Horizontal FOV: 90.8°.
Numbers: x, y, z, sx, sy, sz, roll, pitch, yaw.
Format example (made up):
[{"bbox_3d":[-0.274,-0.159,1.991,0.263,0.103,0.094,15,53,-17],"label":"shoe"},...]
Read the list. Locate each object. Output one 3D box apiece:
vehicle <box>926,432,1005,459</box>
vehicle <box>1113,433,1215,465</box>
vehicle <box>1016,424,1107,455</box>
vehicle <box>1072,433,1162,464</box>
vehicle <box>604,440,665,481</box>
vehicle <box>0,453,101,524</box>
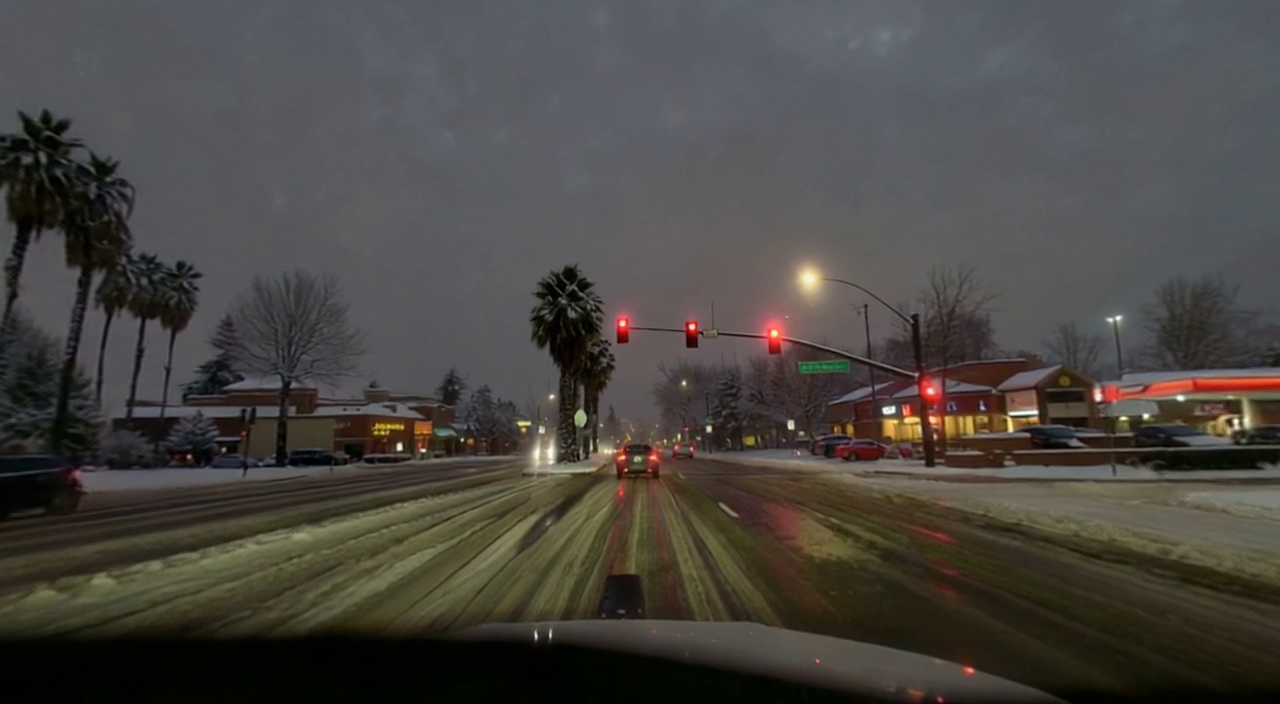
[{"bbox_3d":[19.431,5.601,37.843,3.833,1.495,1.892,-3,-8,17],"label":"vehicle"},{"bbox_3d":[26.226,4.841,31.804,1.923,1.501,3.849,0,-8,2],"label":"vehicle"},{"bbox_3d":[24.395,5.093,36.694,3.783,1.560,1.853,-4,-10,9],"label":"vehicle"},{"bbox_3d":[24.146,4.870,32.142,1.738,1.462,3.609,0,-8,0],"label":"vehicle"},{"bbox_3d":[-0.259,4.361,25.822,2.270,1.475,4.571,0,-8,-1],"label":"vehicle"},{"bbox_3d":[-15.194,3.112,14.317,1.896,1.508,4.659,0,-8,-1],"label":"vehicle"}]
